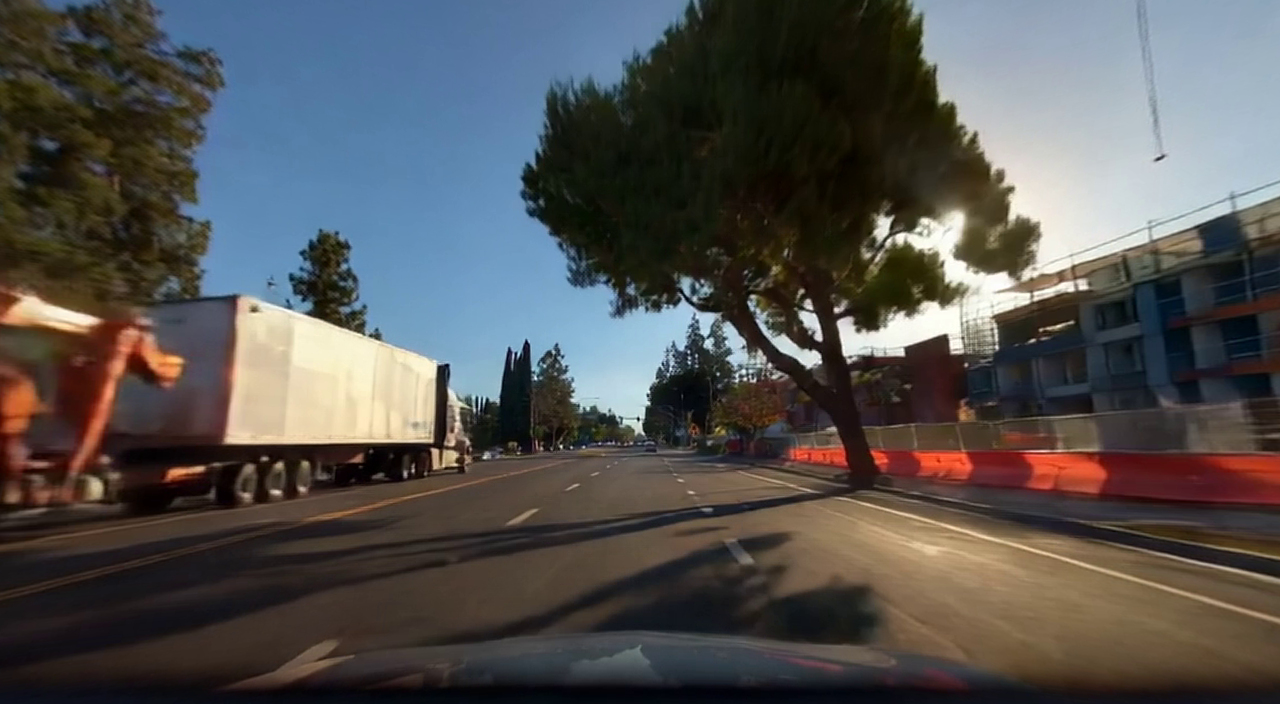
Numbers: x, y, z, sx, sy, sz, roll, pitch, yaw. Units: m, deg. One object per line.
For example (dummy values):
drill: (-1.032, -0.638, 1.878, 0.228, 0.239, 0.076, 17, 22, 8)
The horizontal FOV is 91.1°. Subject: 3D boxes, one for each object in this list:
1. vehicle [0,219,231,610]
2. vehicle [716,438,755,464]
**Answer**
vehicle: (-7.412, 0.290, 3.829, 3.032, 3.524, 9.640, 0, -8, 2)
vehicle: (7.123, 7.454, 47.427, 2.169, 1.880, 4.849, 0, -8, 0)
